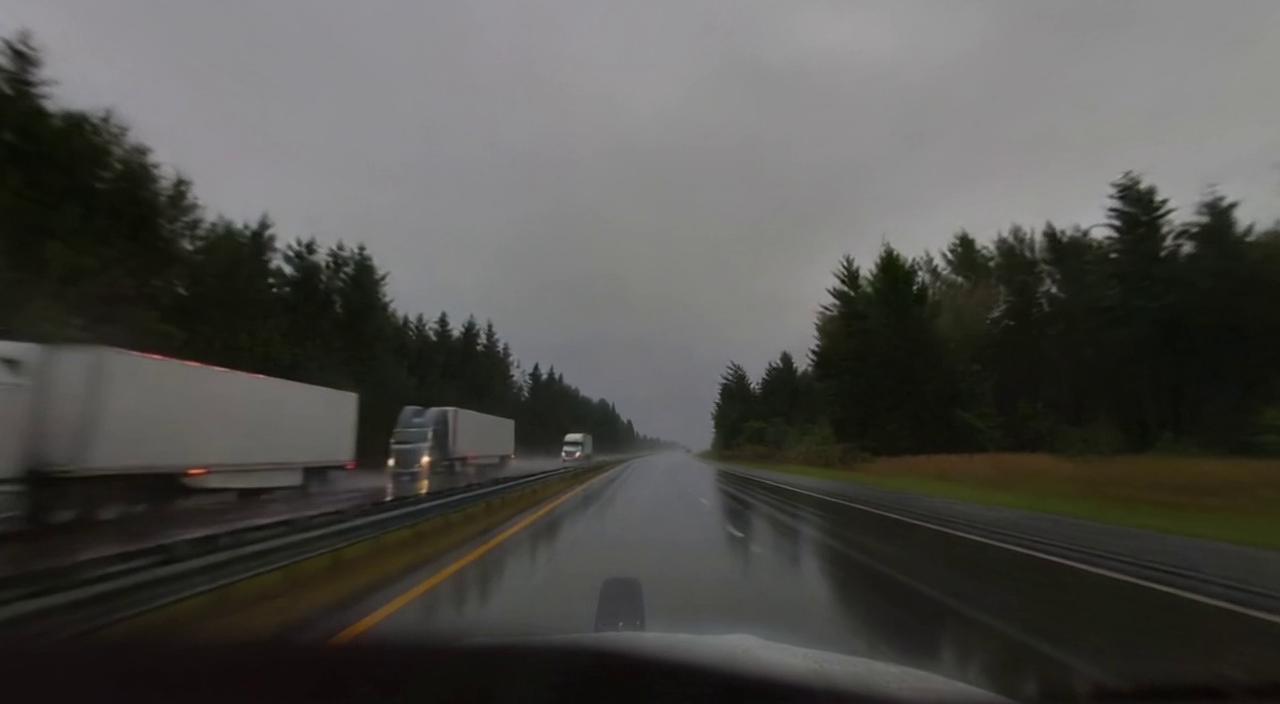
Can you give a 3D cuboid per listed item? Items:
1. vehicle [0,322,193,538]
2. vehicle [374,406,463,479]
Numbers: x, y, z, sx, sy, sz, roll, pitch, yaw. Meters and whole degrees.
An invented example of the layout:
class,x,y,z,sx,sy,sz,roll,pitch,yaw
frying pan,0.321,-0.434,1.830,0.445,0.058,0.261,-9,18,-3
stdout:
class,x,y,z,sx,sy,sz,roll,pitch,yaw
vehicle,-13.073,1.687,13.187,3.000,3.861,5.713,0,-9,0
vehicle,-12.990,5.429,37.666,2.905,3.962,5.781,-1,-9,2
